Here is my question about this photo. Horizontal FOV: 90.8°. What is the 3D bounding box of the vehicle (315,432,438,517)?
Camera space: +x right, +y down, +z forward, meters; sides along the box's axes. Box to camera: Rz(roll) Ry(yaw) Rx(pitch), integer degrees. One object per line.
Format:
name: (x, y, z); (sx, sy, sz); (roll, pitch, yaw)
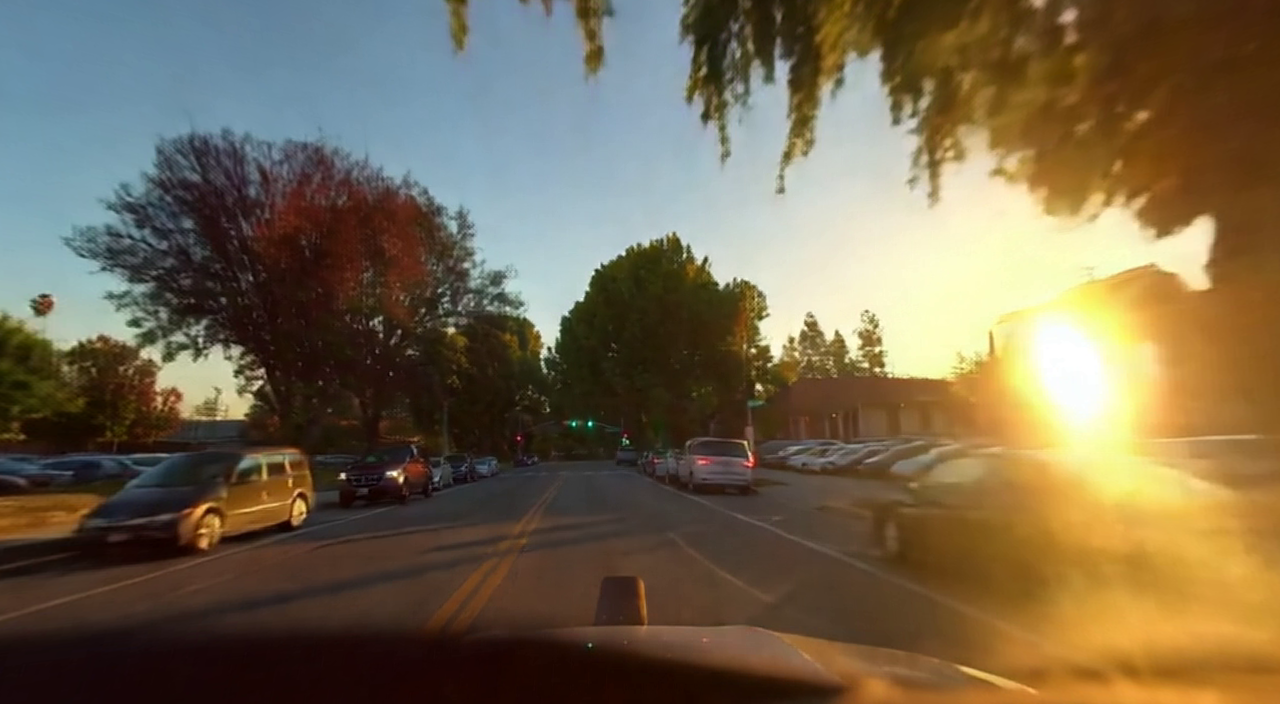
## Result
vehicle: (-8.642, 3.928, 21.352); (2.382, 2.223, 5.472); (-3, -6, -7)

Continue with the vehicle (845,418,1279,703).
vehicle: (3.920, 1.484, 5.918); (2.016, 1.509, 4.789); (1, -9, -5)

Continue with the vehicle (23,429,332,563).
vehicle: (-8.019, 2.606, 11.920); (2.171, 1.838, 5.344); (-1, -11, -6)

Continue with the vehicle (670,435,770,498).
vehicle: (2.555, 3.864, 21.814); (2.255, 1.863, 5.629); (1, -9, -5)
